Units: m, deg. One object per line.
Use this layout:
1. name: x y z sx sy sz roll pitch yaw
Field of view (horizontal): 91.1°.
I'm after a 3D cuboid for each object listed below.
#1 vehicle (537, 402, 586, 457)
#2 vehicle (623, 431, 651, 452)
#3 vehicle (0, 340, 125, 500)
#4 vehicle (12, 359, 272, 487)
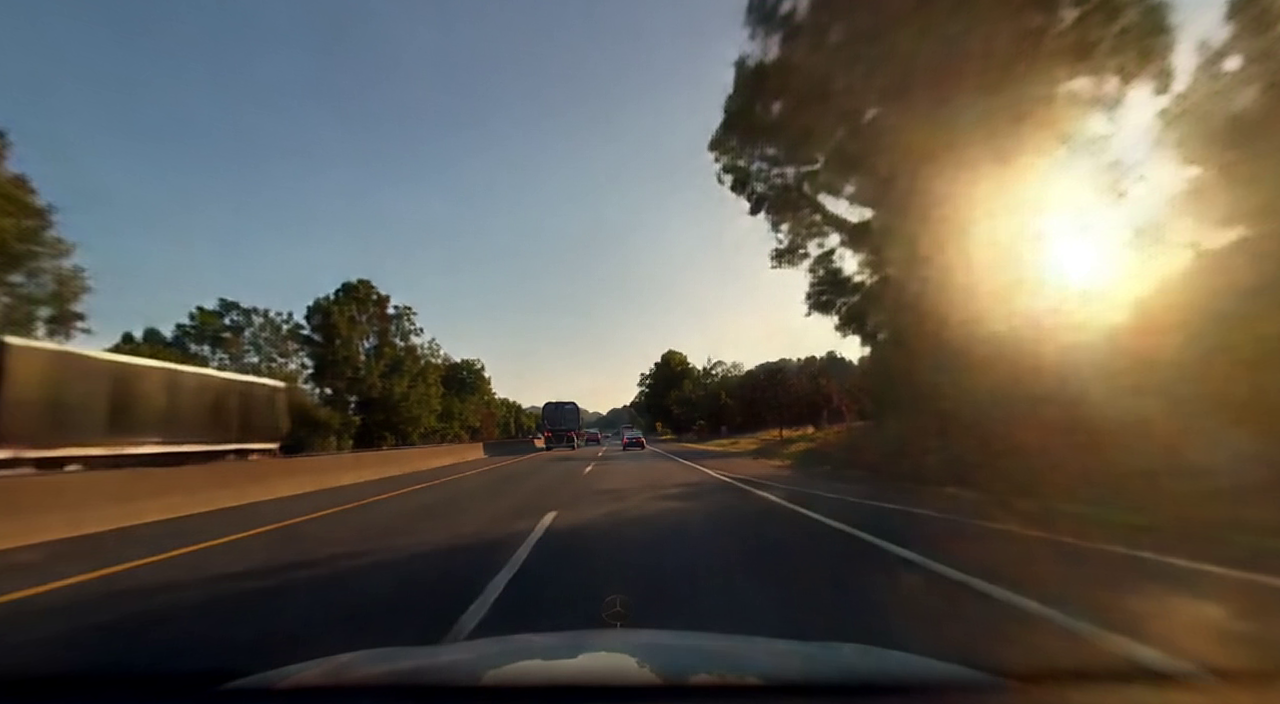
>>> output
1. vehicle: -4.736 4.854 39.029 2.450 3.098 6.965 0 -8 -2
2. vehicle: -0.290 6.788 47.875 1.988 1.472 3.716 0 -8 -3
3. vehicle: -16.627 1.404 13.272 2.992 3.780 10.447 0 -8 -3
4. vehicle: -17.130 2.624 22.754 2.846 3.773 8.228 0 -8 -3
